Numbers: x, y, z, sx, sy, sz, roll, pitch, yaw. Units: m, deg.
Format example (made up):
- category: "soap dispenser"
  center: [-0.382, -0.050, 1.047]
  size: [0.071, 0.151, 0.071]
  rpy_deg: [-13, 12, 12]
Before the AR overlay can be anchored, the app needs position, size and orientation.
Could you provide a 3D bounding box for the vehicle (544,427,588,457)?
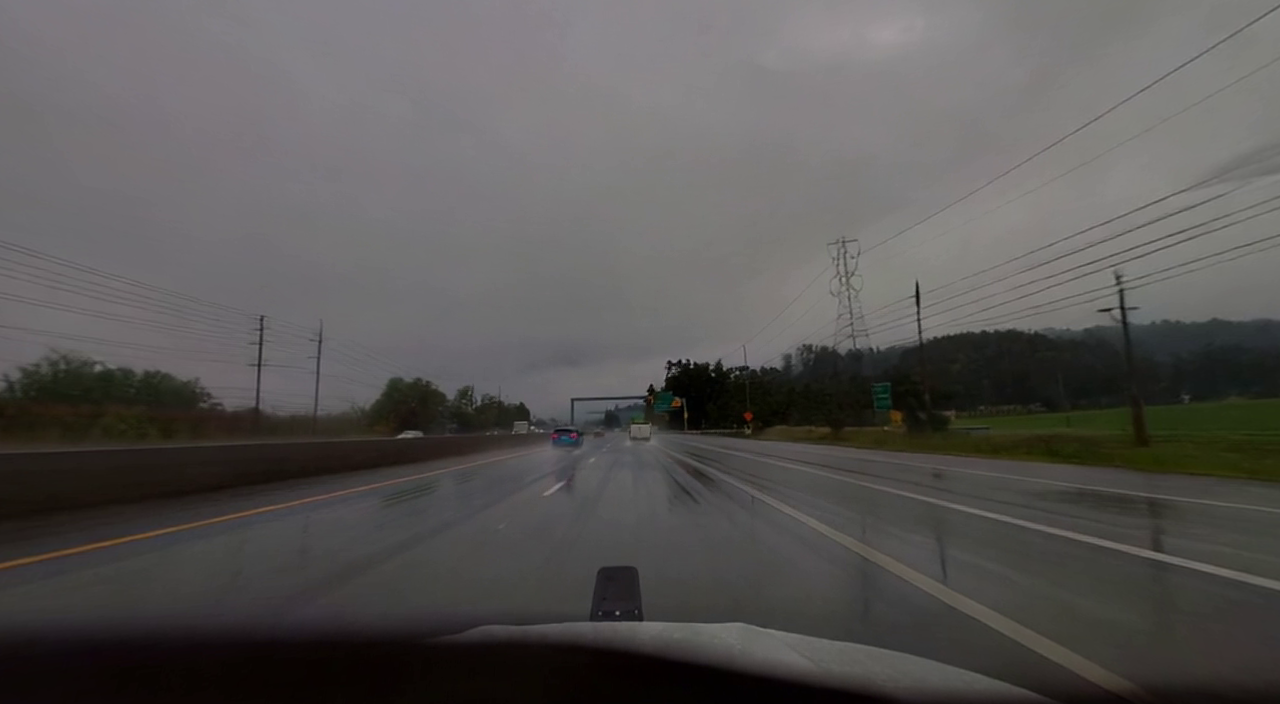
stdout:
- category: "vehicle"
  center: [-4.109, 5.062, 35.611]
  size: [2.023, 1.580, 4.259]
  rpy_deg: [0, -8, -1]
